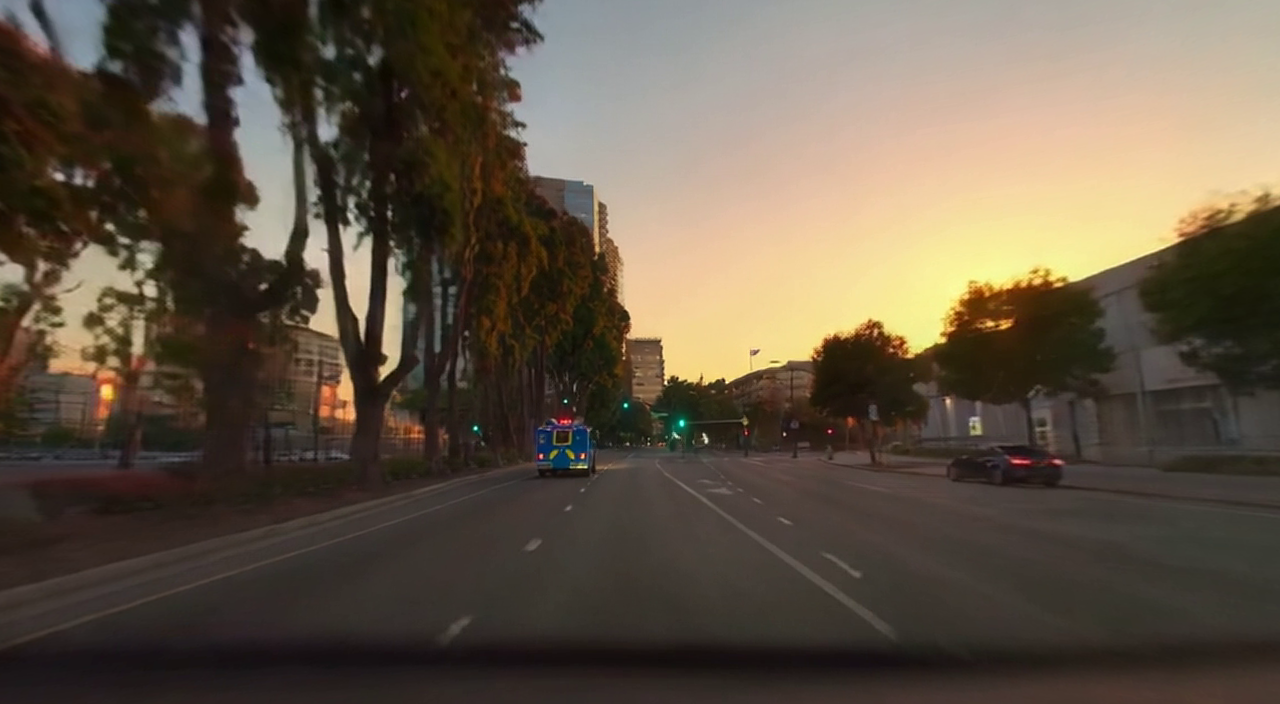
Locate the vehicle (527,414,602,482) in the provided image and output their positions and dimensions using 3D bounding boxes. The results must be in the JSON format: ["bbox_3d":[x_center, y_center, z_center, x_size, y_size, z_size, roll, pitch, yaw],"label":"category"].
[{"bbox_3d":[-3.307,4.405,29.106,2.633,2.787,5.796,0,-9,1],"label":"vehicle"}]

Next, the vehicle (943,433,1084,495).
[{"bbox_3d":[11.615,3.488,20.074,1.980,1.719,4.422,-1,-9,4],"label":"vehicle"}]
